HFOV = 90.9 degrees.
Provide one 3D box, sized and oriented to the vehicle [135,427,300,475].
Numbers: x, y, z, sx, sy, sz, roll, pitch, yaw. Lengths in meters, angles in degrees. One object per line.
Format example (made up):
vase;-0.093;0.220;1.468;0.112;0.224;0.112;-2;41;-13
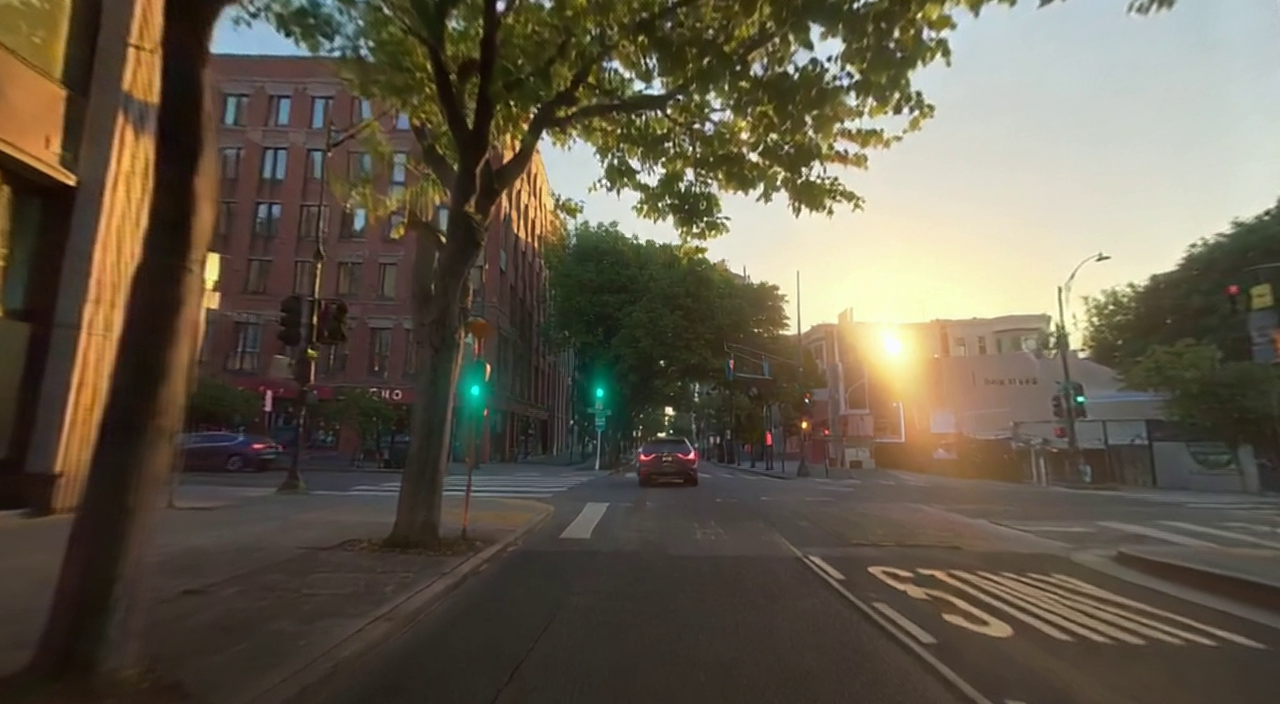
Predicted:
vehicle;-14.345;3.383;21.576;4.282;1.519;2.077;-2;-8;7

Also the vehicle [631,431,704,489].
vehicle;0.838;3.391;20.115;2.079;1.621;3.861;-1;-8;1
